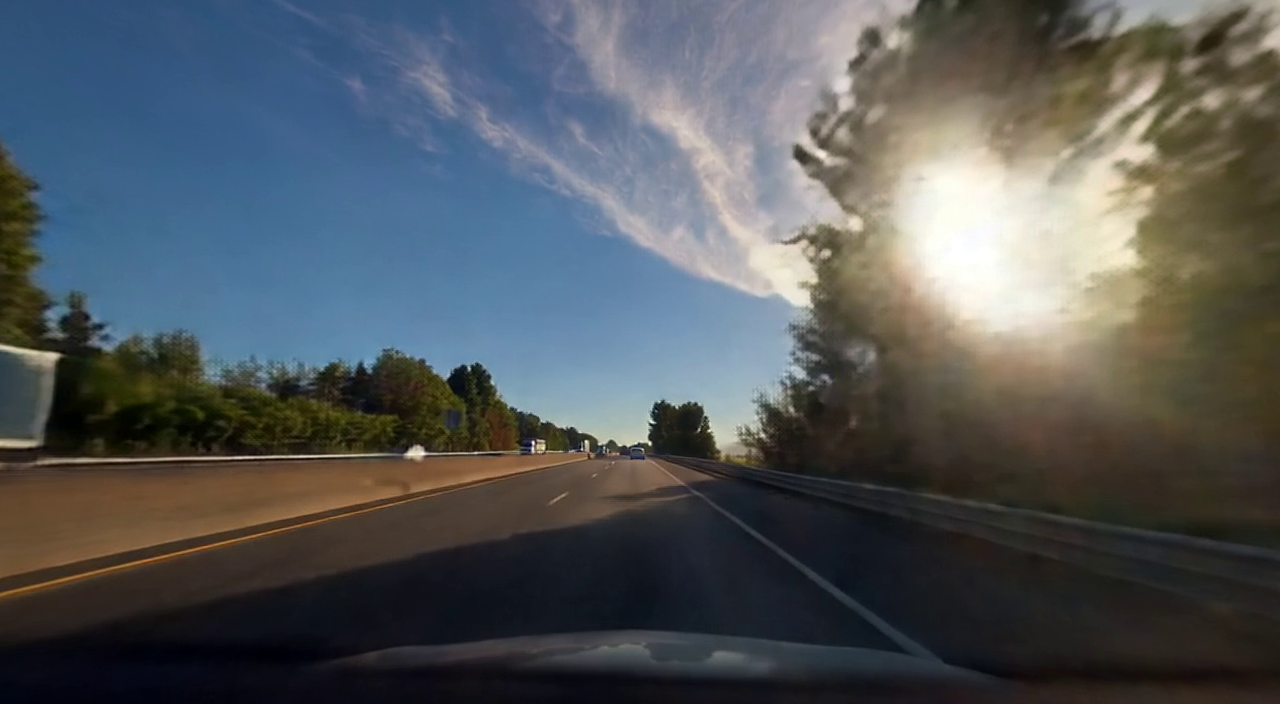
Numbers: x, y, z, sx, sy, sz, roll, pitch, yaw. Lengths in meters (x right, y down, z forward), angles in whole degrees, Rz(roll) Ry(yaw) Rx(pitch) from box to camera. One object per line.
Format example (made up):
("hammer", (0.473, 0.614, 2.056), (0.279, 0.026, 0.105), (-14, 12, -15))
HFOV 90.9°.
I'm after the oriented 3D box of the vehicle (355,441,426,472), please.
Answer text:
("vehicle", (-12.329, 5.194, 31.432), (1.925, 1.459, 3.959), (0, -9, -1))
